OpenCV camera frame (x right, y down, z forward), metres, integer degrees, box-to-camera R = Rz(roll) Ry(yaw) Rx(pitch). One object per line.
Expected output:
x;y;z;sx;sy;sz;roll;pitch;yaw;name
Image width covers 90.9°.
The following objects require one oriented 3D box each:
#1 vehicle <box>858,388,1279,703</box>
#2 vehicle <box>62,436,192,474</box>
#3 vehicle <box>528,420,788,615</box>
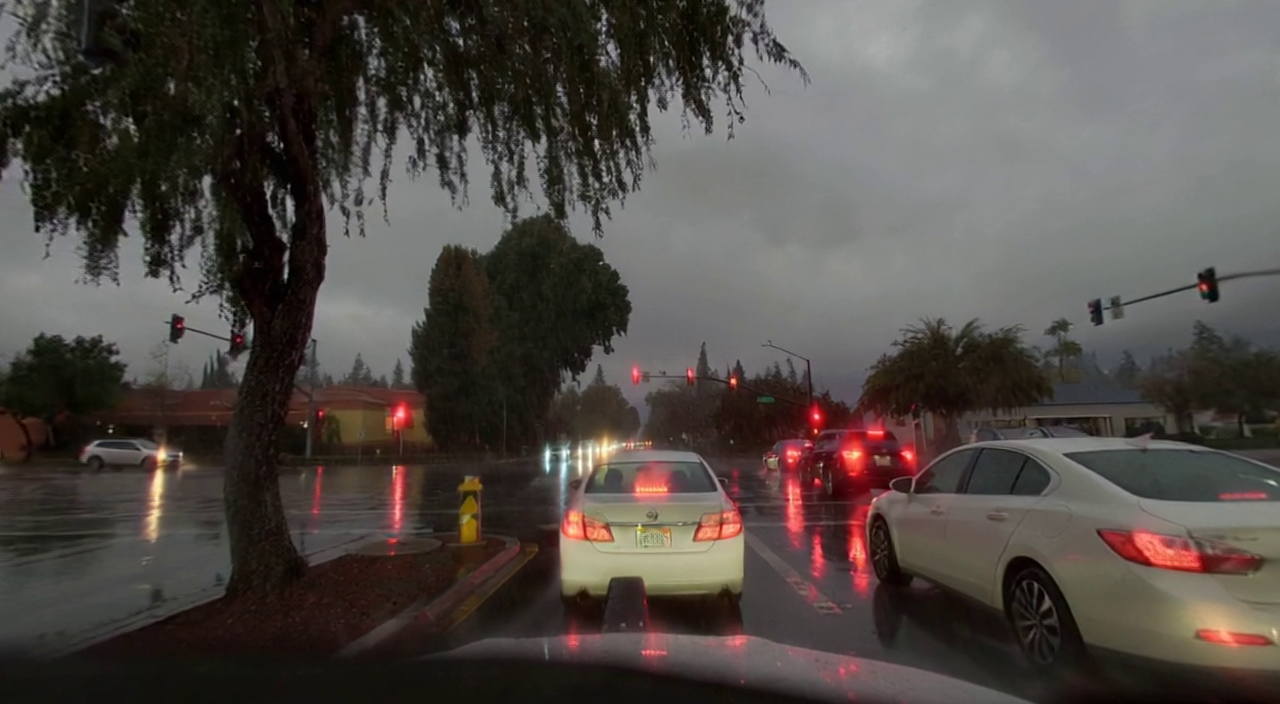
3.175;1.122;3.893;1.931;1.493;4.555;0;-8;-1;vehicle
-24.279;4.871;29.978;4.450;1.684;1.894;0;-8;0;vehicle
0.100;1.565;6.872;2.017;1.485;3.813;0;-8;-1;vehicle
